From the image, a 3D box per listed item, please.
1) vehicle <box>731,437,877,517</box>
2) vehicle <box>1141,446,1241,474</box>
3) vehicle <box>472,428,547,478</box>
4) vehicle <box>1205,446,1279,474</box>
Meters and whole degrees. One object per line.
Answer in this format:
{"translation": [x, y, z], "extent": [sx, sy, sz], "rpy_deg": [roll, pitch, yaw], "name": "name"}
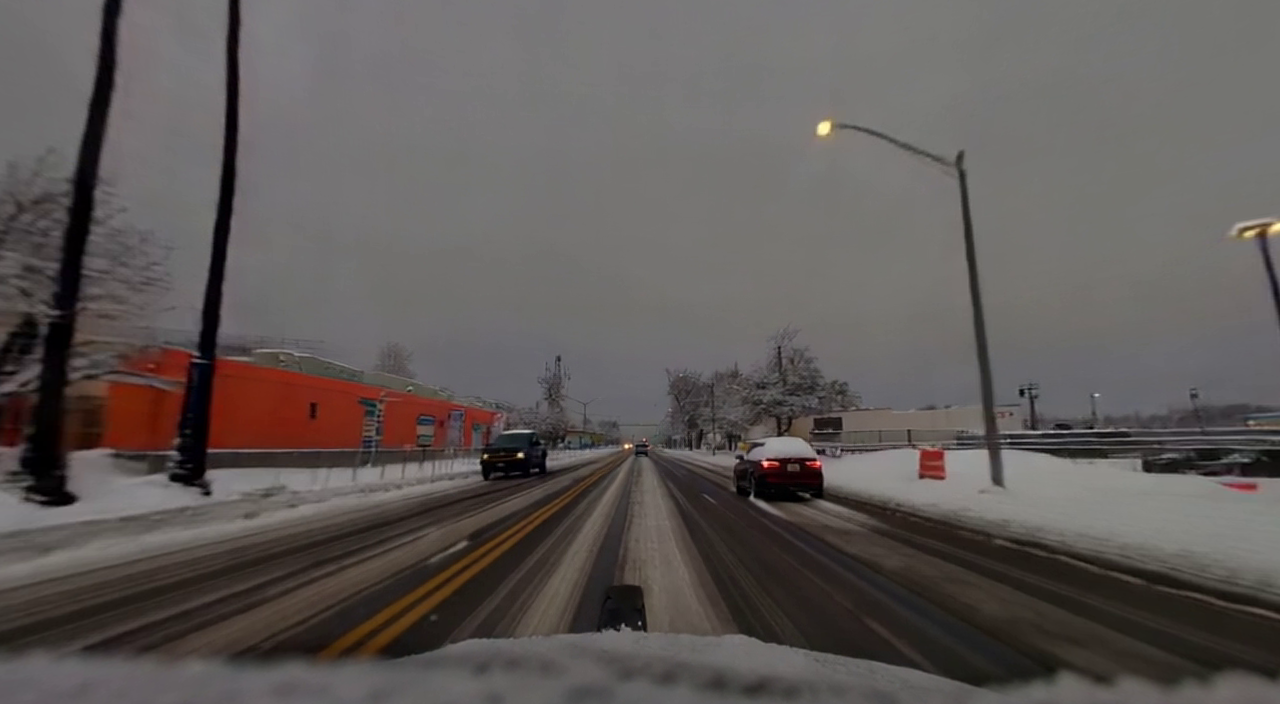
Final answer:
{"translation": [3.591, 2.824, 14.779], "extent": [2.148, 1.562, 4.642], "rpy_deg": [0, -8, 0], "name": "vehicle"}
{"translation": [32.683, 6.380, 37.432], "extent": [1.851, 1.522, 4.665], "rpy_deg": [-1, -8, 3], "name": "vehicle"}
{"translation": [-6.565, 5.169, 32.441], "extent": [2.538, 2.287, 6.052], "rpy_deg": [0, -8, 0], "name": "vehicle"}
{"translation": [35.840, 6.253, 36.679], "extent": [1.784, 1.509, 4.273], "rpy_deg": [0, -8, 2], "name": "vehicle"}
